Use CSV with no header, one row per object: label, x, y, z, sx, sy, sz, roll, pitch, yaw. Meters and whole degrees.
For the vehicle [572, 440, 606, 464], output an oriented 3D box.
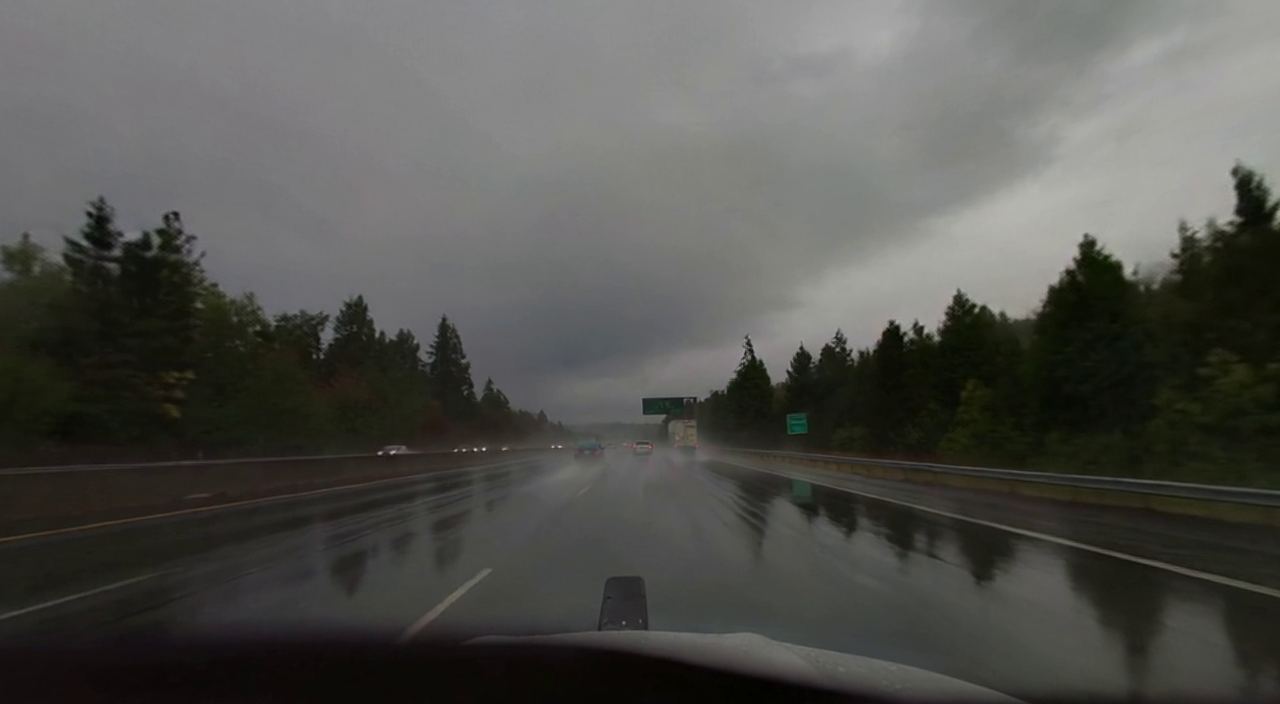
vehicle,-3.464,6.897,43.634,2.025,1.571,3.662,0,-9,1
